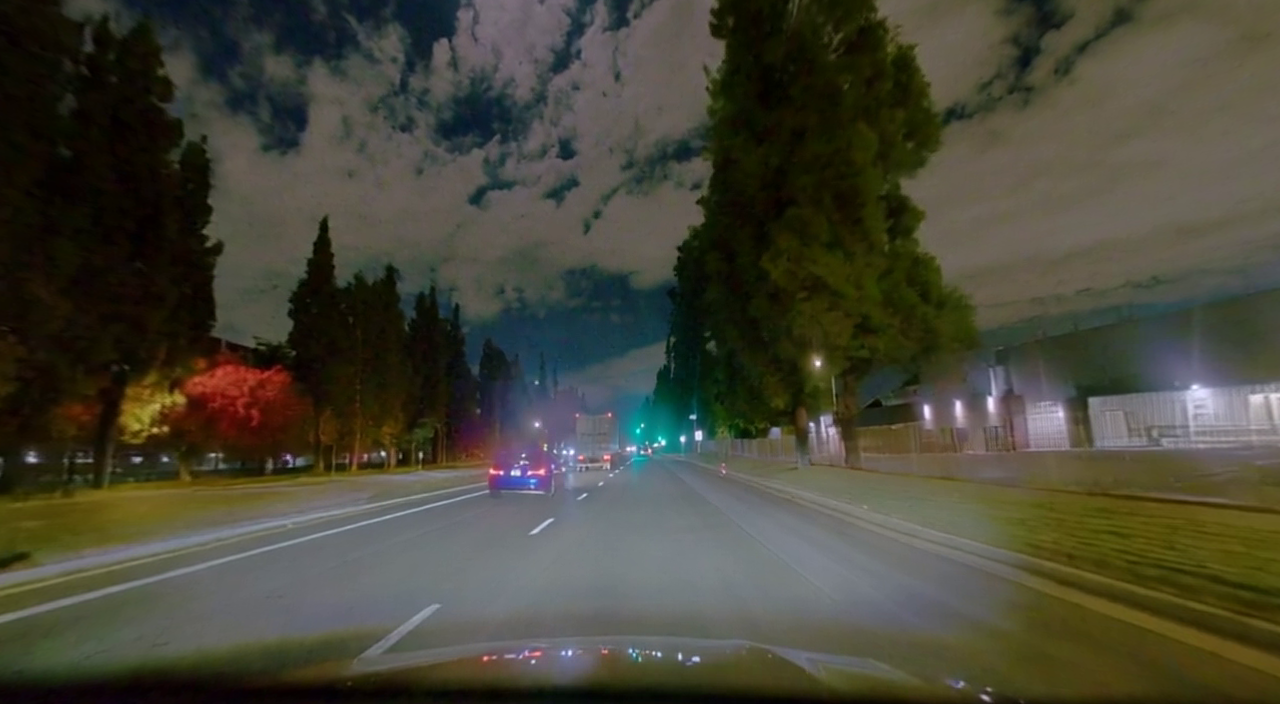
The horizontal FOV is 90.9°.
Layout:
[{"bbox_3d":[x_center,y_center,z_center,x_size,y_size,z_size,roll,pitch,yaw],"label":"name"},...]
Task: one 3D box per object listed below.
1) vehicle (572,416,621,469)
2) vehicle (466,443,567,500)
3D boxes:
[{"bbox_3d":[-2.901,6.376,44.263,2.746,3.276,8.572,0,-9,1],"label":"vehicle"},{"bbox_3d":[-3.474,3.459,18.643,2.005,1.462,4.345,0,-9,2],"label":"vehicle"}]
